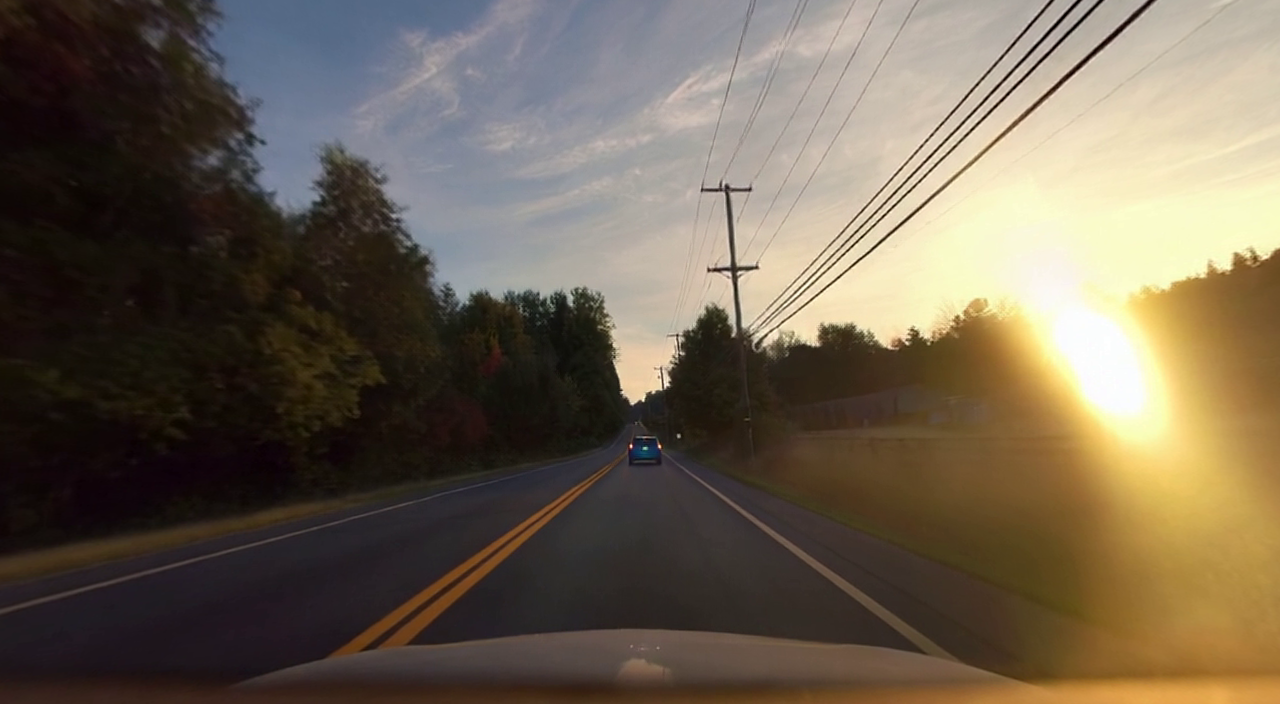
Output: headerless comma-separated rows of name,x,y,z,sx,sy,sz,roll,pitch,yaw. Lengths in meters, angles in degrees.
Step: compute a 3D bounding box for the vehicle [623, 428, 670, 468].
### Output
vehicle,0.325,5.369,35.420,2.468,2.056,4.422,0,-8,0
